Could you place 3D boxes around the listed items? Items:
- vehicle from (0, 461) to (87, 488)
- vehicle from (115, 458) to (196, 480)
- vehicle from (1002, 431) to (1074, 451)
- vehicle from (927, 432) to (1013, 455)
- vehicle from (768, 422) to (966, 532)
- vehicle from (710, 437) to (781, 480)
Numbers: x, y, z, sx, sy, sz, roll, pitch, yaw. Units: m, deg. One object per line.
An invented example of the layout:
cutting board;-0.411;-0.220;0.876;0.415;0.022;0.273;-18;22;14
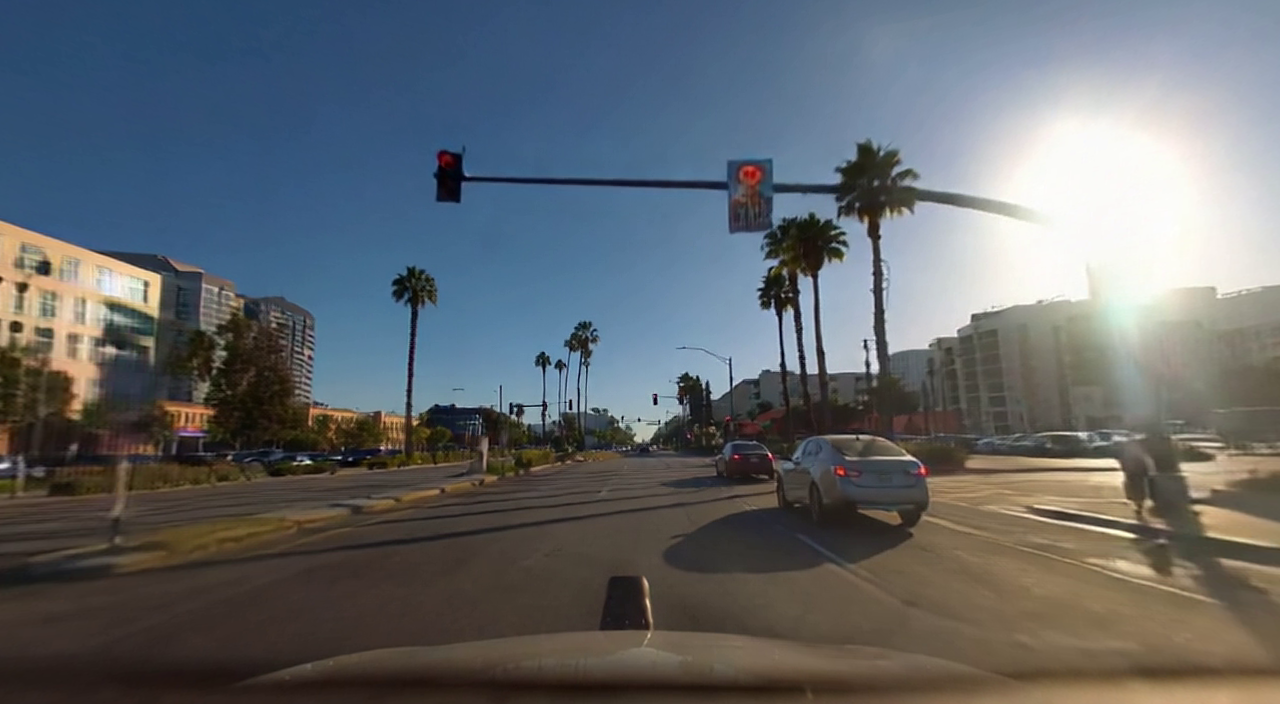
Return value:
vehicle;-37.303;7.531;38.826;4.648;1.484;1.908;0;-8;1
vehicle;-36.264;8.741;47.228;4.500;1.448;1.901;-1;-8;1
vehicle;29.286;6.581;46.528;1.759;1.440;4.112;4;-9;-24
vehicle;21.587;6.000;41.320;4.532;1.477;1.914;-1;-8;3
vehicle;3.632;2.066;11.016;1.931;1.534;4.126;0;-8;1
vehicle;3.869;3.991;23.962;1.870;1.467;4.800;0;-8;0
